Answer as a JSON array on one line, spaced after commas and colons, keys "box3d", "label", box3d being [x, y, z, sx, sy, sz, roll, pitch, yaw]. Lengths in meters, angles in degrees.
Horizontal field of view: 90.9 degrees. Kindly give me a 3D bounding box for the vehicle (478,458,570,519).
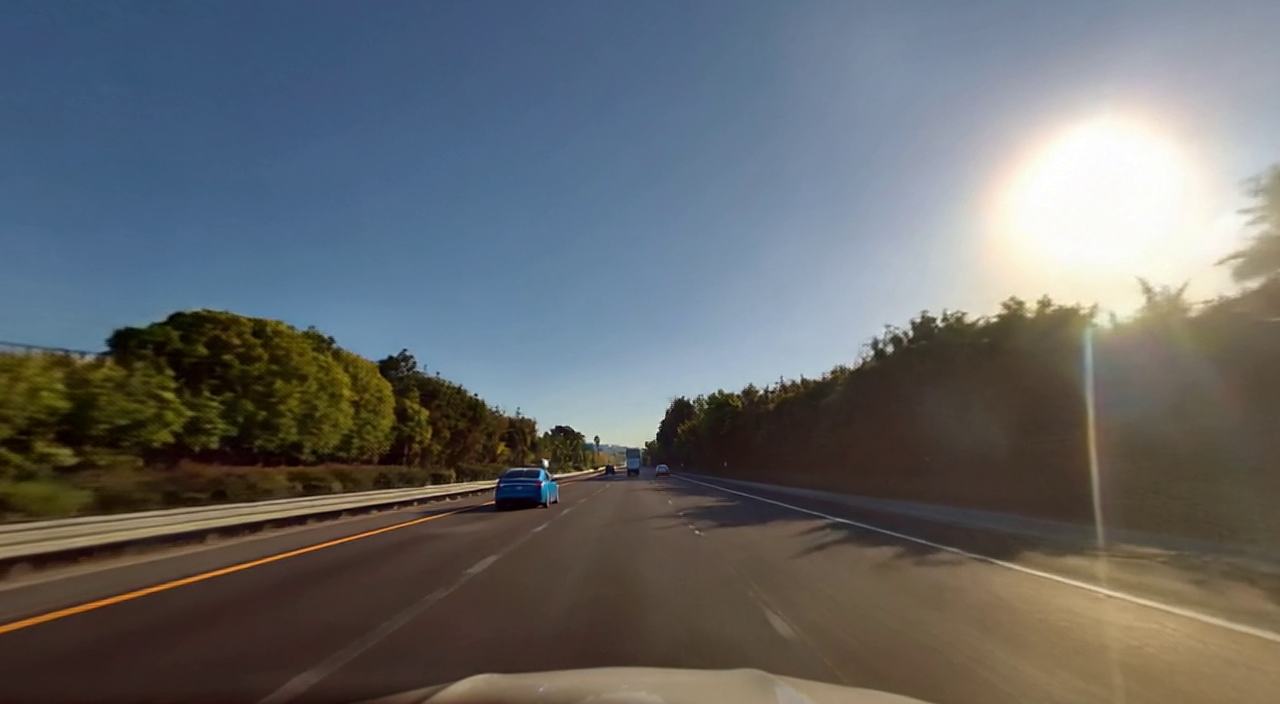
[{"box3d": [-3.219, 3.899, 18.368, 1.797, 1.532, 4.072, 0, -10, 1], "label": "vehicle"}]
